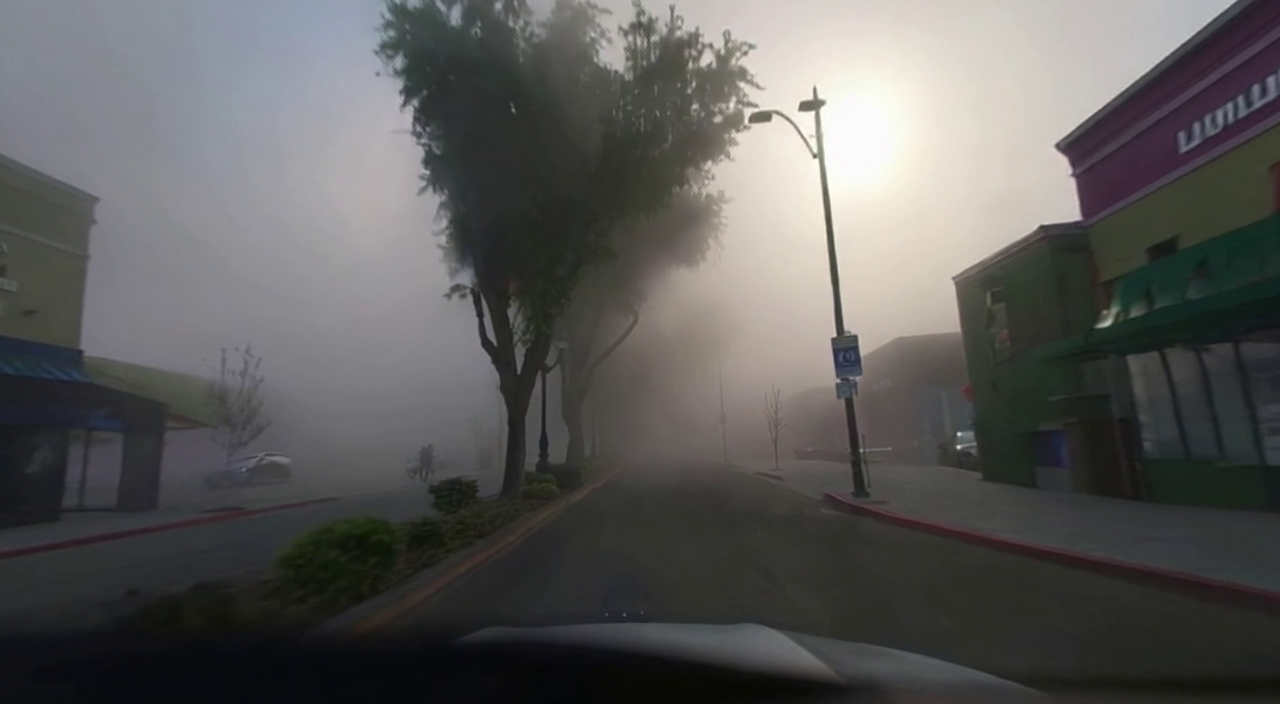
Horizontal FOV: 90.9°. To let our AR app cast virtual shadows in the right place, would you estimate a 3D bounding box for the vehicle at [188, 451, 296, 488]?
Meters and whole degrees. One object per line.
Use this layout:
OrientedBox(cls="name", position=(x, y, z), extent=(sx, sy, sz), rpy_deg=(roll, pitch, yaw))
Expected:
OrientedBox(cls="vehicle", position=(-18.157, 5.350, 29.117), extent=(1.837, 1.471, 4.756), rpy_deg=(0, -8, 1))
